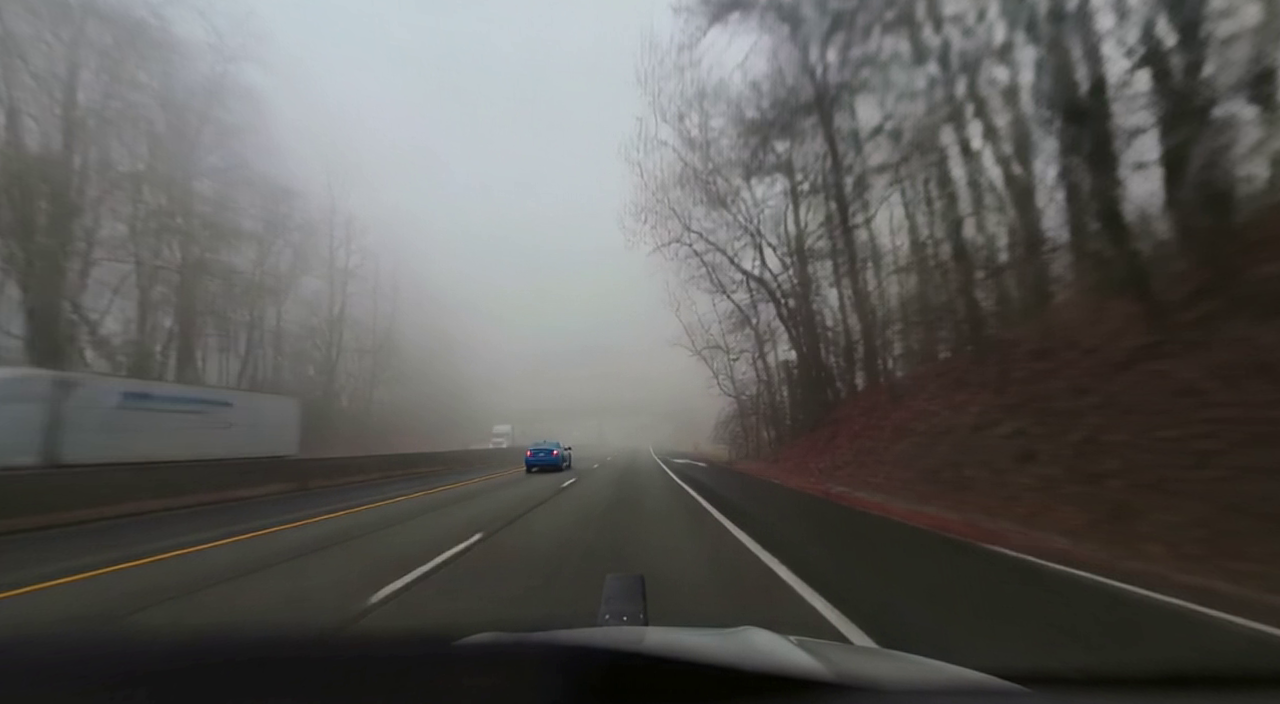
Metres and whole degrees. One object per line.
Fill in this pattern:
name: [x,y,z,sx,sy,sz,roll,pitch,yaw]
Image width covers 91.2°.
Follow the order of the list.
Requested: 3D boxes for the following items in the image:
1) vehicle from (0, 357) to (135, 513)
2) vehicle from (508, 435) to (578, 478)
vehicle: [-18.349,2.277,17.252,3.043,4.057,6.636,0,-8,1]
vehicle: [-3.766,4.143,25.088,2.052,1.556,4.405,0,-8,1]
